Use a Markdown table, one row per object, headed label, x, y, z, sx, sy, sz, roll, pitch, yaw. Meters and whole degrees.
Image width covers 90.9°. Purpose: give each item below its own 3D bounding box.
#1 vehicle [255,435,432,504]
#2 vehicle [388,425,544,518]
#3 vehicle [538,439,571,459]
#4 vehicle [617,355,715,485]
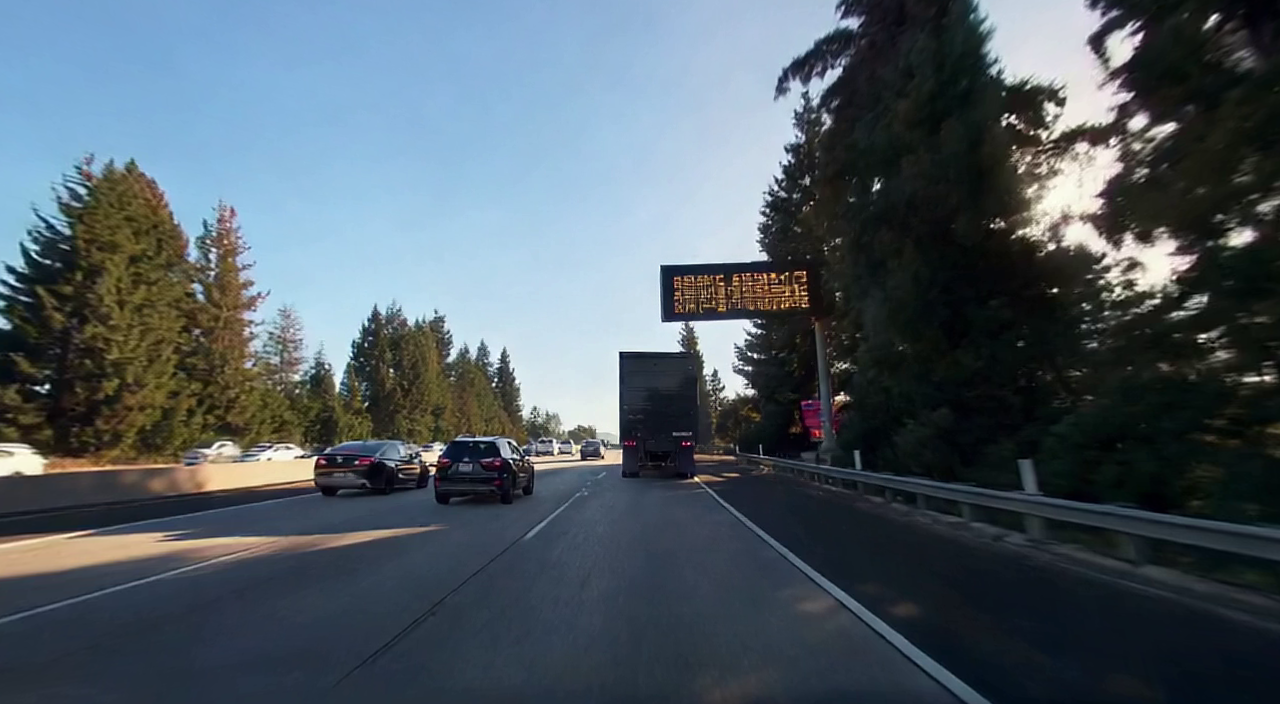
| label | x | y | z | sx | sy | sz | roll | pitch | yaw |
| --- | --- | --- | --- | --- | --- | --- | --- | --- | --- |
| vehicle | -7.287 | 2.928 | 16.229 | 2.063 | 1.480 | 4.842 | 0 | -8 | 2 |
| vehicle | -3.488 | 2.485 | 13.630 | 2.077 | 1.671 | 4.249 | 0 | -8 | 1 |
| vehicle | -6.539 | 7.471 | 48.535 | 1.882 | 1.451 | 4.416 | 0 | -8 | 1 |
| vehicle | 0.782 | 2.779 | 24.040 | 2.870 | 3.841 | 10.653 | 0 | -8 | 0 |
